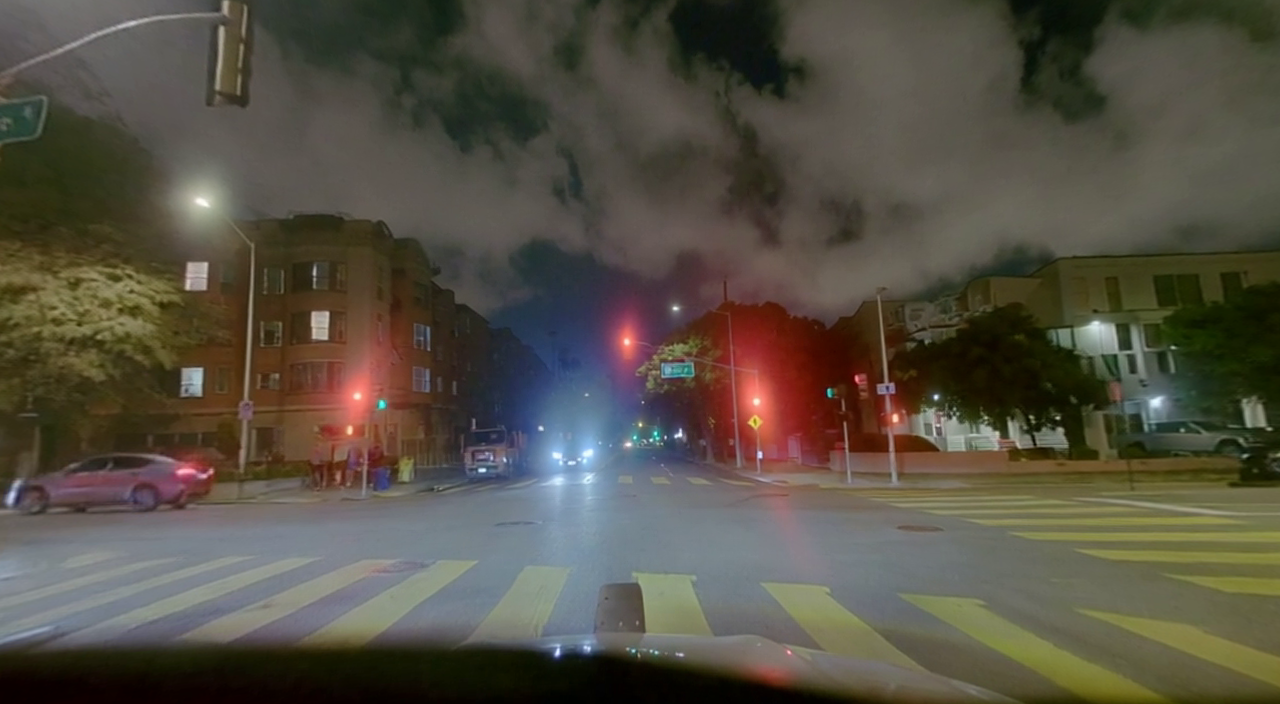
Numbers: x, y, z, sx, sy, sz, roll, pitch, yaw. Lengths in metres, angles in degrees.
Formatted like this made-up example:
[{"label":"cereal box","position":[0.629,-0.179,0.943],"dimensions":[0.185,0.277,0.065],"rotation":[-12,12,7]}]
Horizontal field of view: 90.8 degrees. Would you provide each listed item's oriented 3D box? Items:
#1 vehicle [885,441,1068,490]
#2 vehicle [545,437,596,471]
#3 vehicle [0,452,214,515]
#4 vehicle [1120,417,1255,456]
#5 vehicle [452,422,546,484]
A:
[{"label":"vehicle","position":[11.236,3.795,21.447],"dimensions":[5.158,1.470,2.012],"rotation":[-4,-10,26]},{"label":"vehicle","position":[-3.715,5.589,34.619],"dimensions":[2.302,1.708,4.764],"rotation":[0,-9,-1]},{"label":"vehicle","position":[-14.590,3.530,17.218],"dimensions":[4.497,1.579,1.952],"rotation":[0,-9,-1]},{"label":"vehicle","position":[33.275,5.162,38.521],"dimensions":[5.969,2.225,2.458],"rotation":[0,-9,-4]},{"label":"vehicle","position":[-6.479,4.801,30.248],"dimensions":[2.896,2.560,7.322],"rotation":[0,-9,-1]}]
